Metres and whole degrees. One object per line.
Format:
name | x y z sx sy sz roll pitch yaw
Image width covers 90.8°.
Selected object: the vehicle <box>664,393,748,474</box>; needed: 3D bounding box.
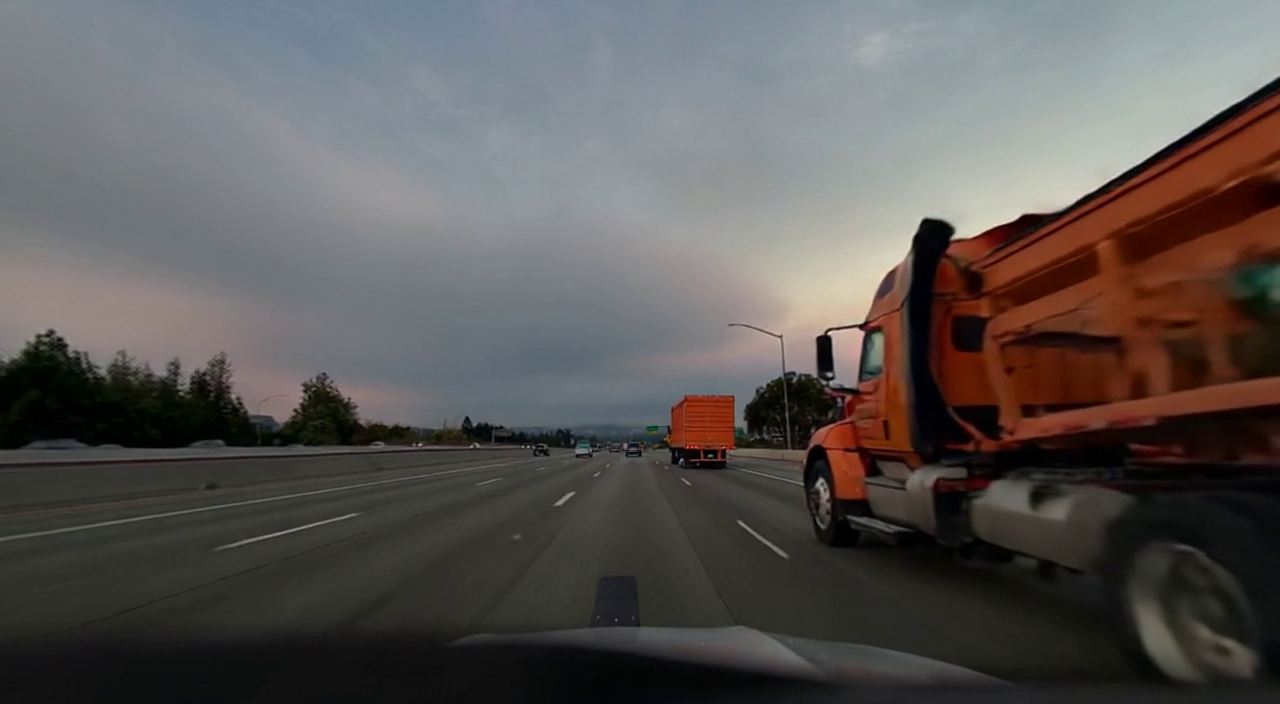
vehicle | 3.147 4.464 33.754 2.966 3.586 10.563 0 -9 -2
